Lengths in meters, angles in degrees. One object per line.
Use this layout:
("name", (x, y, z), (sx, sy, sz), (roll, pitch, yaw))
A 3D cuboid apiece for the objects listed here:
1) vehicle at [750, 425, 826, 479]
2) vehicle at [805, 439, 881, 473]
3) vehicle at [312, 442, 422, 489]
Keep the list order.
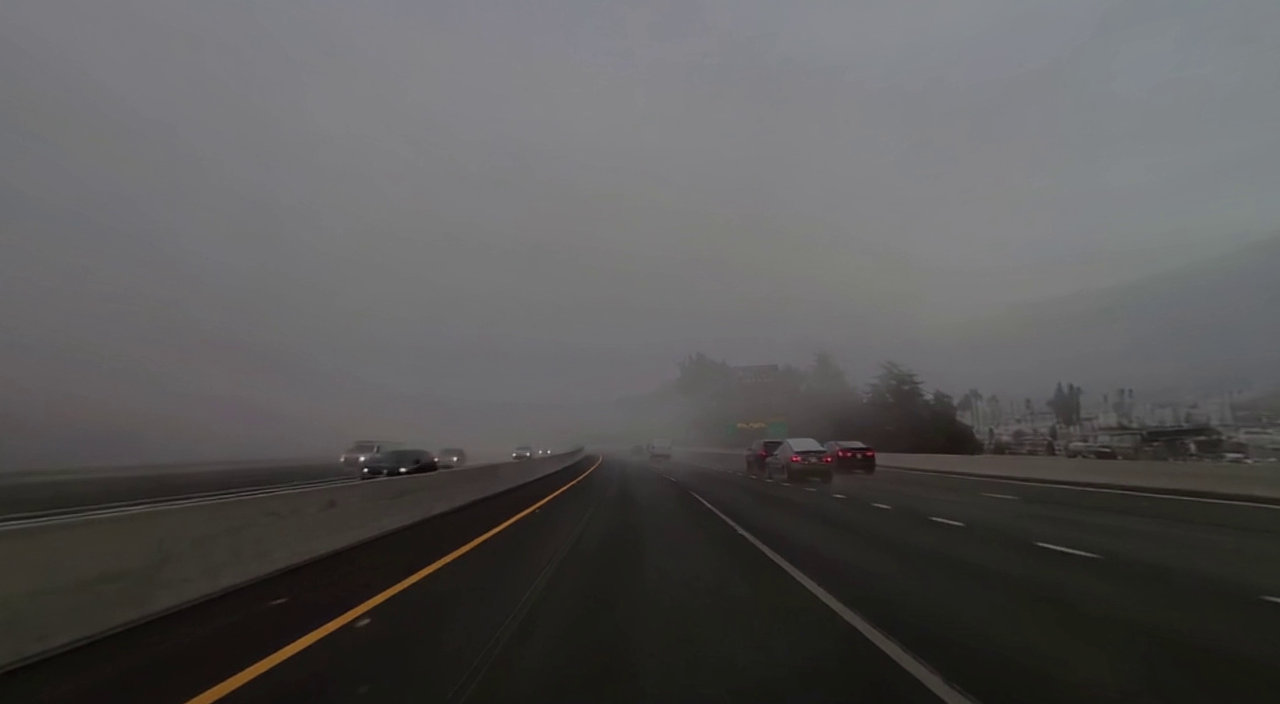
("vehicle", (6.354, 4.366, 27.767), (2.043, 2.154, 4.731), (0, -9, -2))
("vehicle", (9.844, 5.095, 31.102), (1.981, 1.508, 4.768), (0, -9, -2))
("vehicle", (-10.268, 4.277, 24.259), (2.371, 1.606, 4.532), (1, -8, -3))
